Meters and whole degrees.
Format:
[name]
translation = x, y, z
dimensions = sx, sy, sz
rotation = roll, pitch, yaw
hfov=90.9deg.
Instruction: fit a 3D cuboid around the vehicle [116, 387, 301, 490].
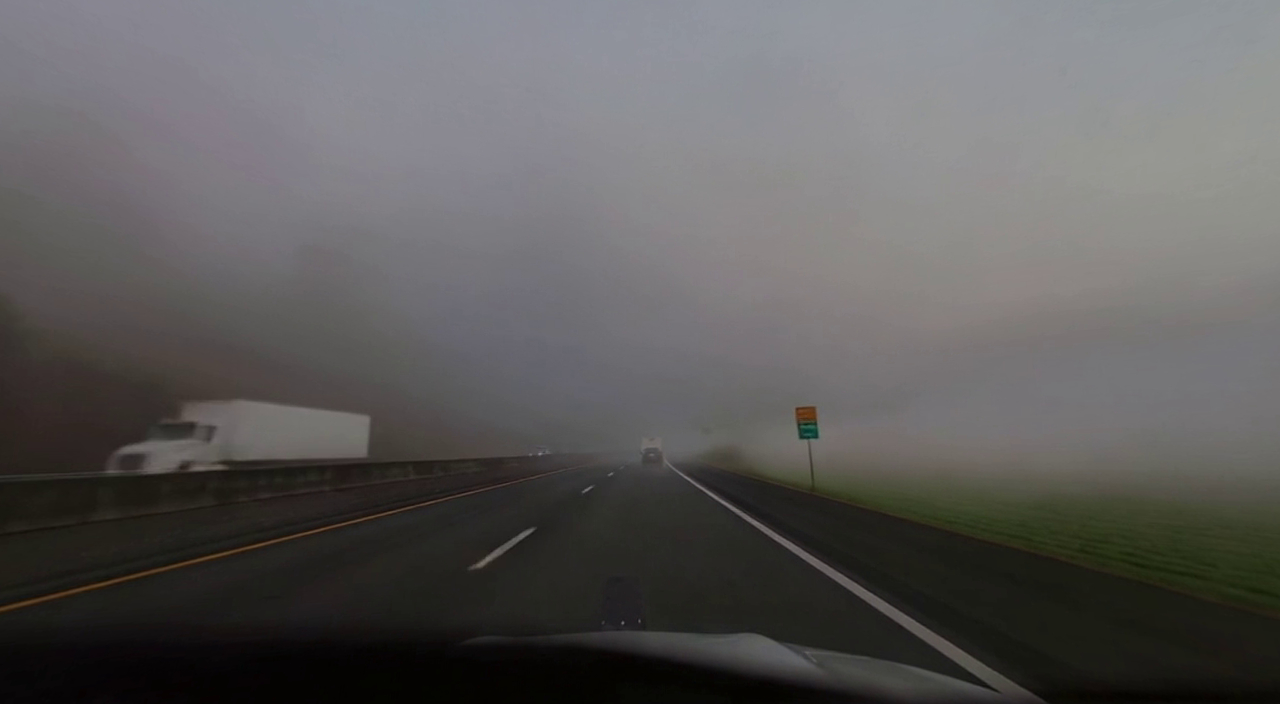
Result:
[vehicle]
translation = -16.758, 3.496, 25.154
dimensions = 2.955, 3.577, 6.005
rotation = 0, -9, 0
